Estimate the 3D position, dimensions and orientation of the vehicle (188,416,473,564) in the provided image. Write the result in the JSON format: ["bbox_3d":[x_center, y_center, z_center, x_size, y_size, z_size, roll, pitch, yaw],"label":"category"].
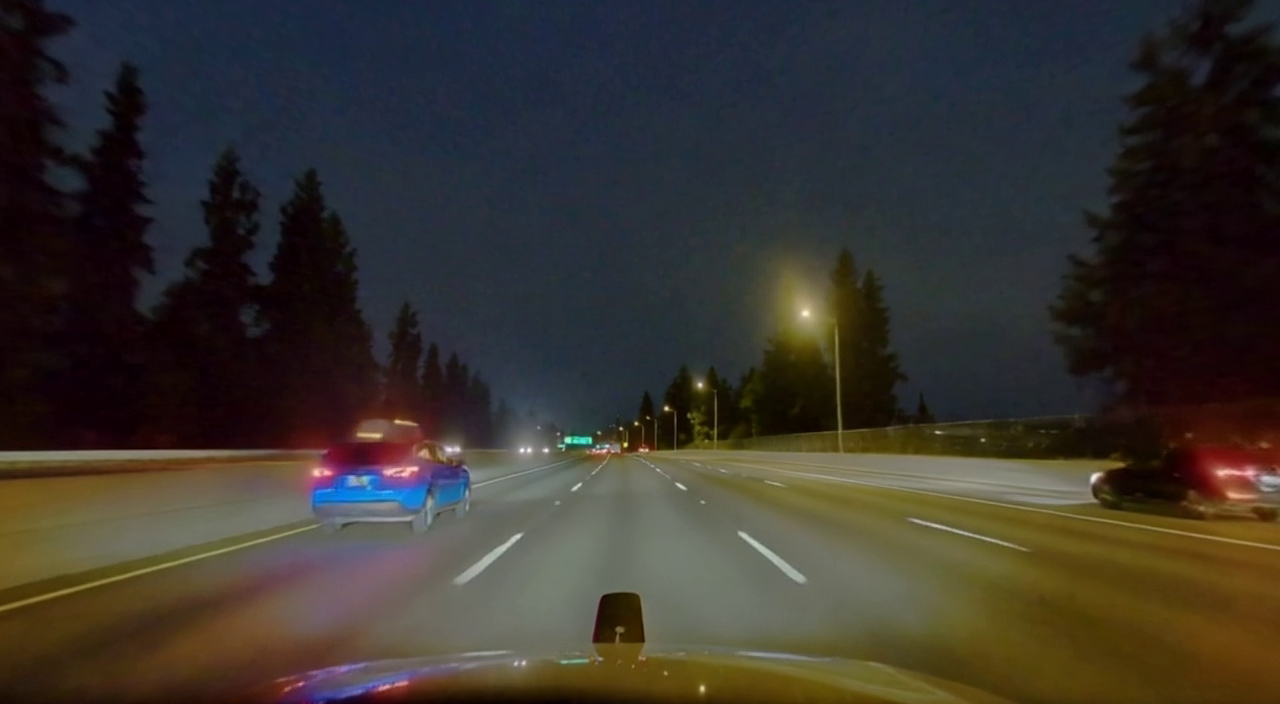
[{"bbox_3d":[-3.956,1.836,8.945,2.071,1.615,3.868,0,-9,0],"label":"vehicle"}]

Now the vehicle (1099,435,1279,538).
[{"bbox_3d":[10.081,2.158,10.467,1.853,1.463,3.780,0,-9,-1],"label":"vehicle"}]
